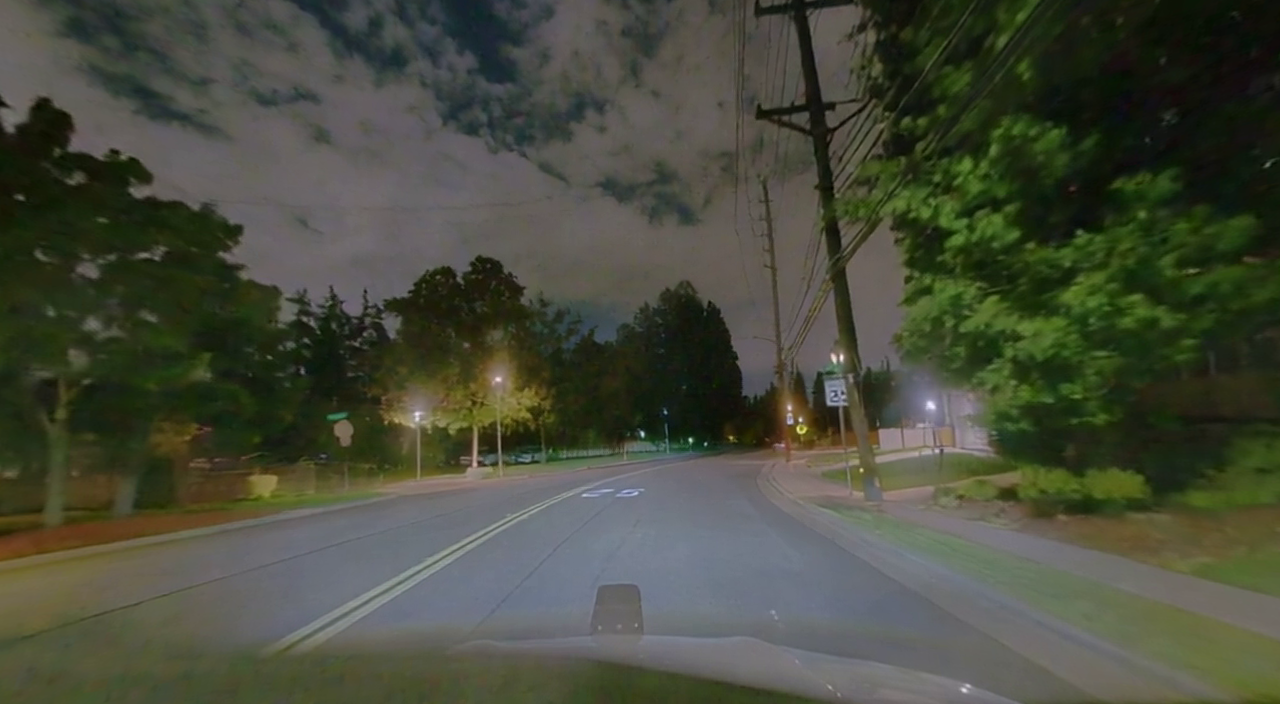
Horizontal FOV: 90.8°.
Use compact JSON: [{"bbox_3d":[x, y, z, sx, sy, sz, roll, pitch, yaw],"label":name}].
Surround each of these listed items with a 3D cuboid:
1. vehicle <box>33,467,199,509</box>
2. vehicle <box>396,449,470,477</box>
[{"bbox_3d":[-22.044,5.712,26.870,4.943,1.493,2.036,3,-9,-21],"label":"vehicle"},{"bbox_3d":[-14.206,7.586,43.312,4.675,1.442,1.906,-1,-7,-20],"label":"vehicle"}]
